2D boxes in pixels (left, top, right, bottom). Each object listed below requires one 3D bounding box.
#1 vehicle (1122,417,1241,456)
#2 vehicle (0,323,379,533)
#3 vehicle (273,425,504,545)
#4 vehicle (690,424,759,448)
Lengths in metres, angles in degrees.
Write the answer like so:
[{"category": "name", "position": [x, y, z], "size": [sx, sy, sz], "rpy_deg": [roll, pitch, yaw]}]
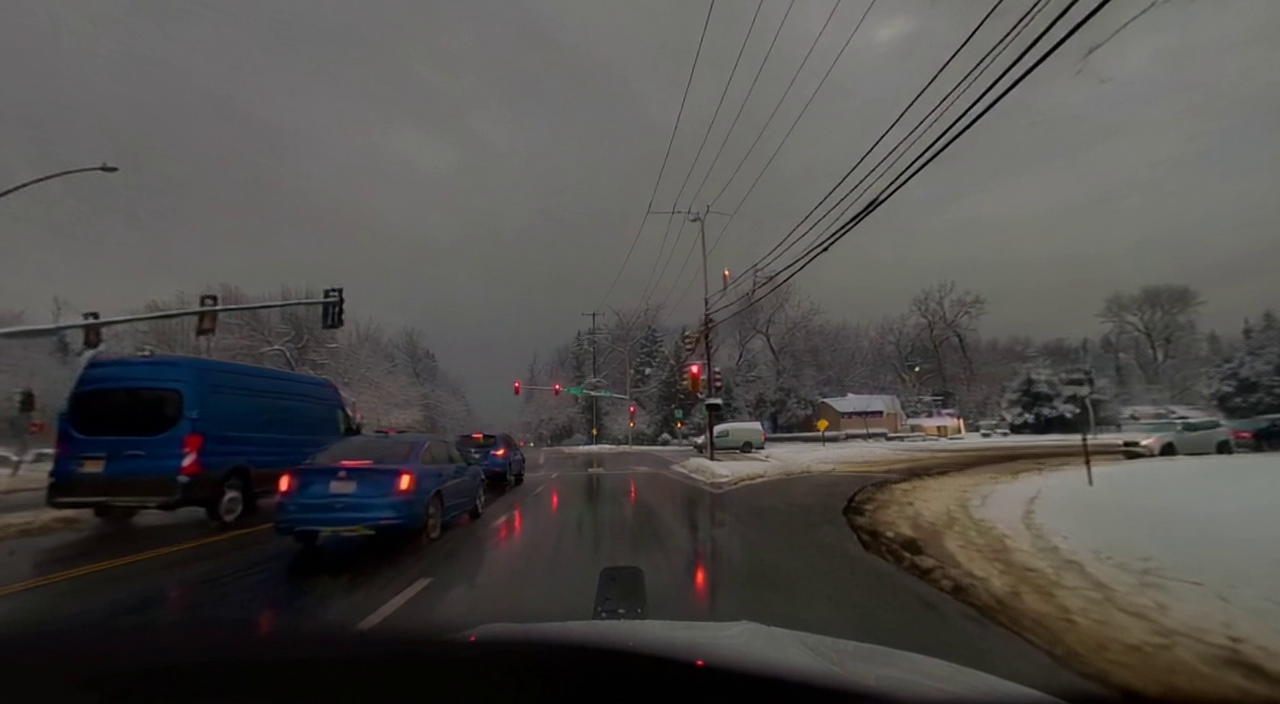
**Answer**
[{"category": "vehicle", "position": [22.244, 3.509, 25.913], "size": [3.718, 1.480, 1.981], "rpy_deg": [3, -9, -19]}, {"category": "vehicle", "position": [-7.643, 1.542, 12.097], "size": [2.461, 2.889, 6.776], "rpy_deg": [0, -9, -2]}, {"category": "vehicle", "position": [-3.646, 2.020, 10.236], "size": [2.019, 1.485, 4.565], "rpy_deg": [1, -9, -2]}, {"category": "vehicle", "position": [6.174, 6.195, 46.129], "size": [4.884, 1.714, 2.021], "rpy_deg": [-1, -9, 8]}]
